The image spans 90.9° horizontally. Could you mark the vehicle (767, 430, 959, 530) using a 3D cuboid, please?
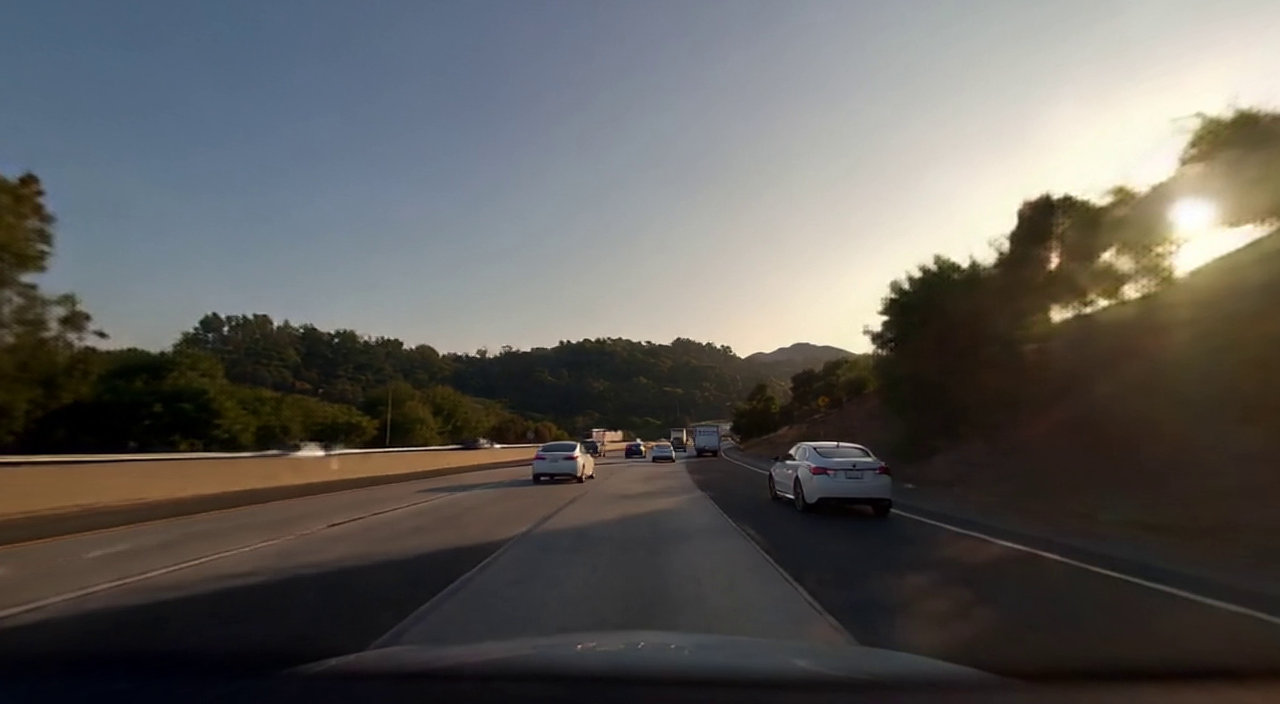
[{"bbox_3d":[3.837,2.273,11.828,2.013,1.464,4.317,1,-8,0],"label":"vehicle"}]

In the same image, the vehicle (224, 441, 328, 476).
[{"bbox_3d":[-19.078,5.603,33.420,2.094,1.696,5.276,-1,-8,4],"label":"vehicle"}]

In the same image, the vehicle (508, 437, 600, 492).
[{"bbox_3d":[-2.520,3.464,19.797,2.031,1.491,4.792,-1,-8,3],"label":"vehicle"}]

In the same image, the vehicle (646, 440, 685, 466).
[{"bbox_3d":[1.560,6.075,38.098,2.202,1.467,3.929,-1,-8,3],"label":"vehicle"}]
